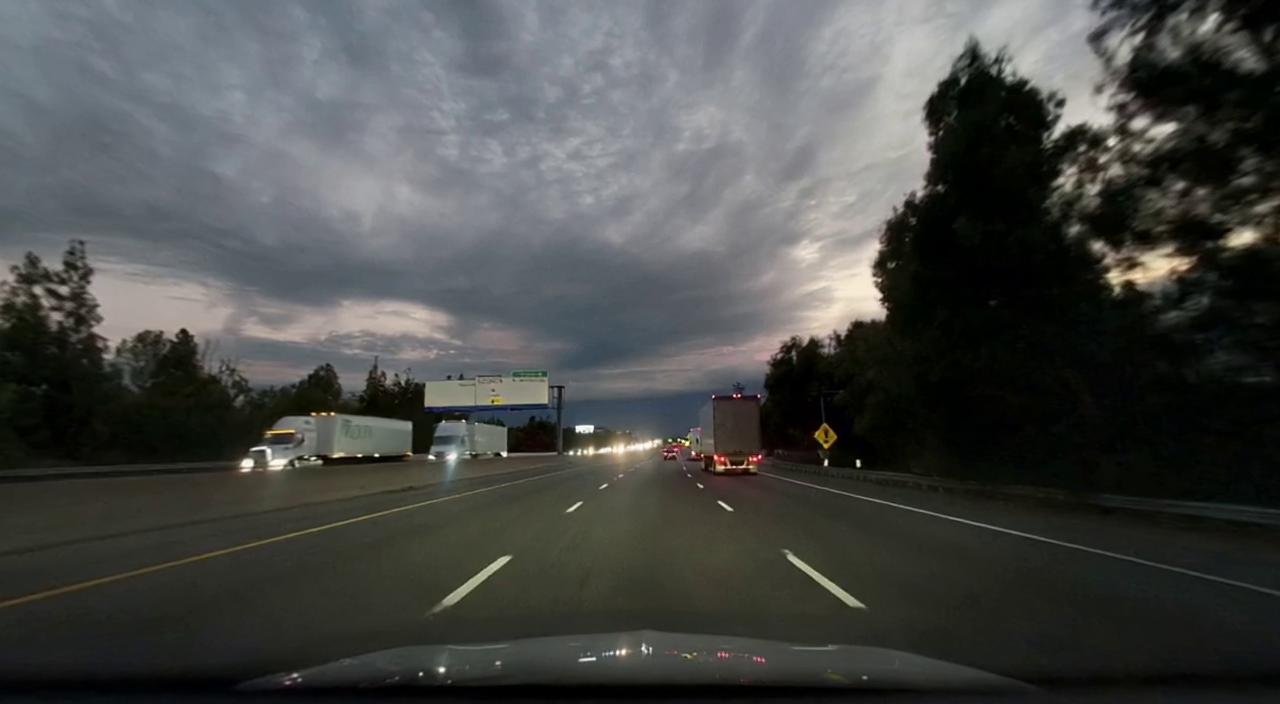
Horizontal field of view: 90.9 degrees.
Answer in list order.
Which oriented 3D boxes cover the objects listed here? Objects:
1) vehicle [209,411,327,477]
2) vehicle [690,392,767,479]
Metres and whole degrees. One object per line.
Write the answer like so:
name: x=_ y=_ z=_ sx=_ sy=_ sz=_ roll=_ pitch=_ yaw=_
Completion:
vehicle: x=-22.088 y=5.516 z=37.926 sx=3.183 sy=3.642 sz=5.959 roll=0 pitch=-8 yaw=2
vehicle: x=4.936 y=5.112 z=38.276 sx=2.826 sy=4.269 sz=14.176 roll=-1 pitch=-8 yaw=1
